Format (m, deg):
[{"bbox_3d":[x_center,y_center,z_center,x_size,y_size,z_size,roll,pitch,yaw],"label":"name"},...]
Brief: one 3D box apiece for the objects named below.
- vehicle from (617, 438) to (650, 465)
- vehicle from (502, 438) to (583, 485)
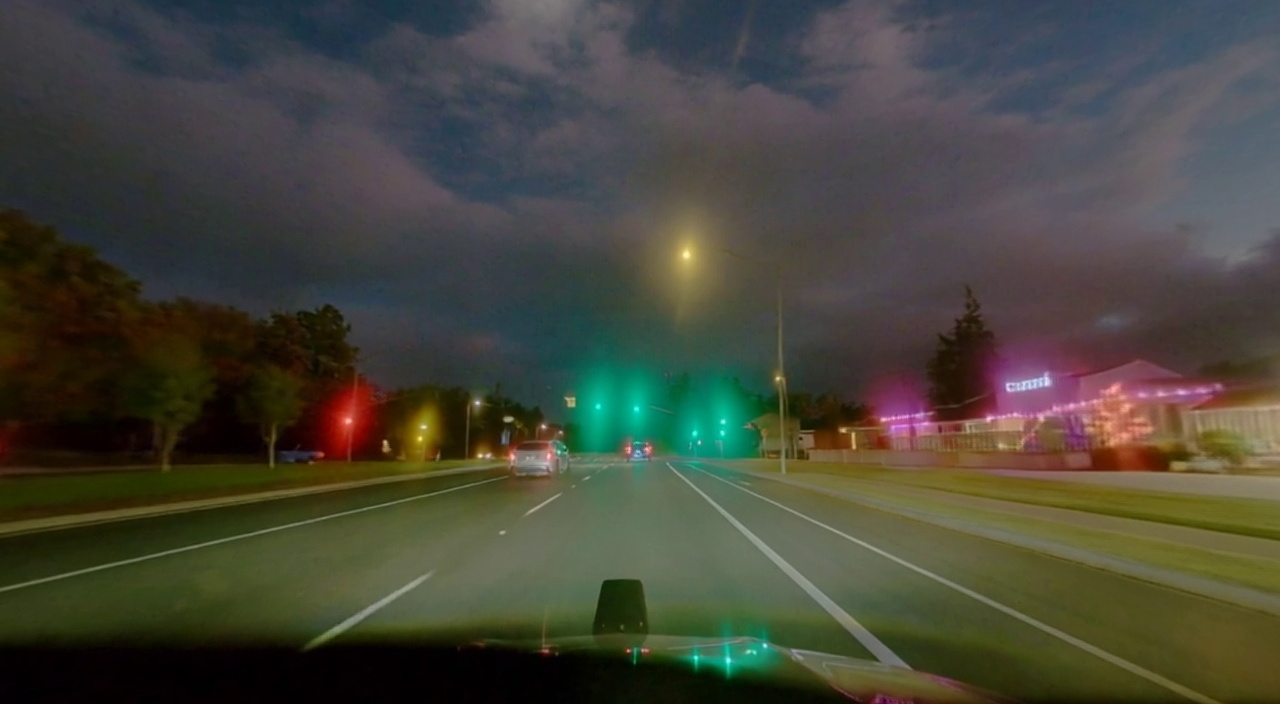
[{"bbox_3d":[-0.420,6.837,43.442,2.153,1.764,4.047,0,-8,0],"label":"vehicle"},{"bbox_3d":[-3.278,3.772,22.146,2.015,1.470,4.458,0,-8,1],"label":"vehicle"}]
